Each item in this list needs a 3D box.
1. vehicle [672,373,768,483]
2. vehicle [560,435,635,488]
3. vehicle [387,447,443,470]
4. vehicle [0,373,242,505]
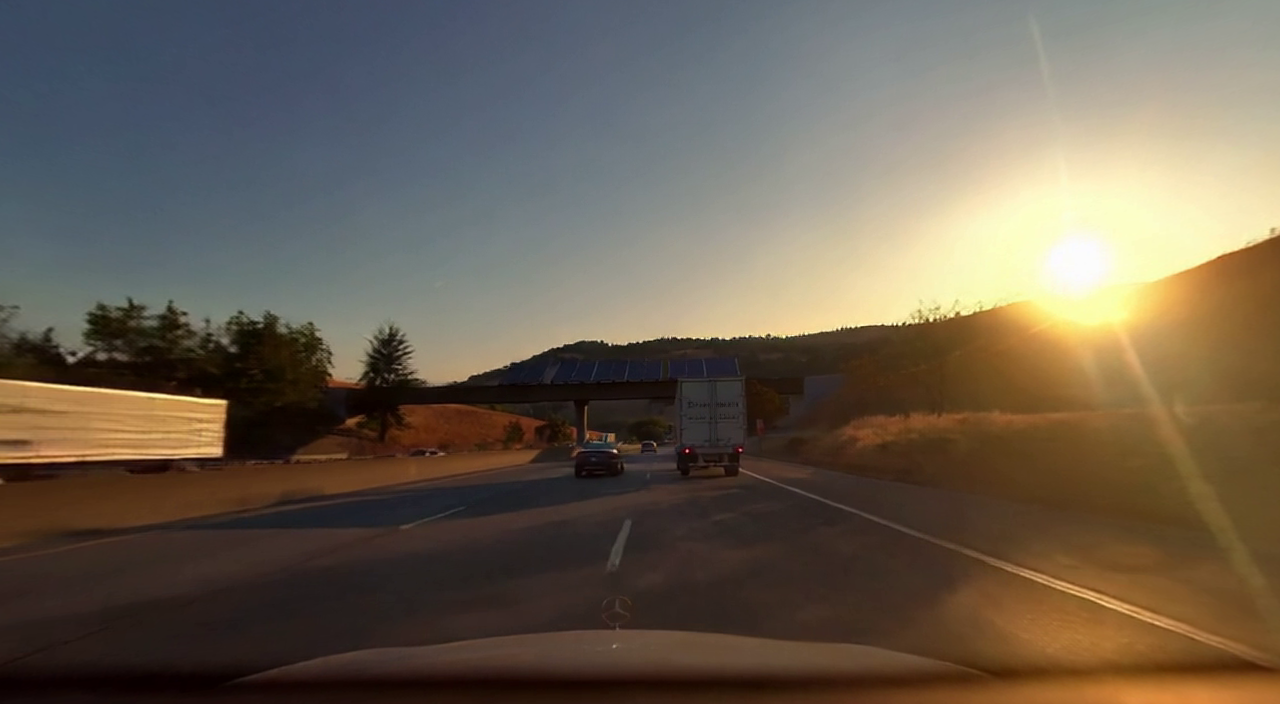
[{"bbox_3d":[2.904,3.228,26.042,2.967,3.633,10.015,-1,-8,2],"label":"vehicle"},{"bbox_3d":[-1.313,3.629,21.236,2.066,1.581,4.268,-1,-8,2],"label":"vehicle"},{"bbox_3d":[-15.828,7.491,44.473,2.056,1.520,4.610,-1,-8,3],"label":"vehicle"},{"bbox_3d":[-21.379,3.343,23.931,2.898,4.112,13.805,-1,-8,3],"label":"vehicle"}]
